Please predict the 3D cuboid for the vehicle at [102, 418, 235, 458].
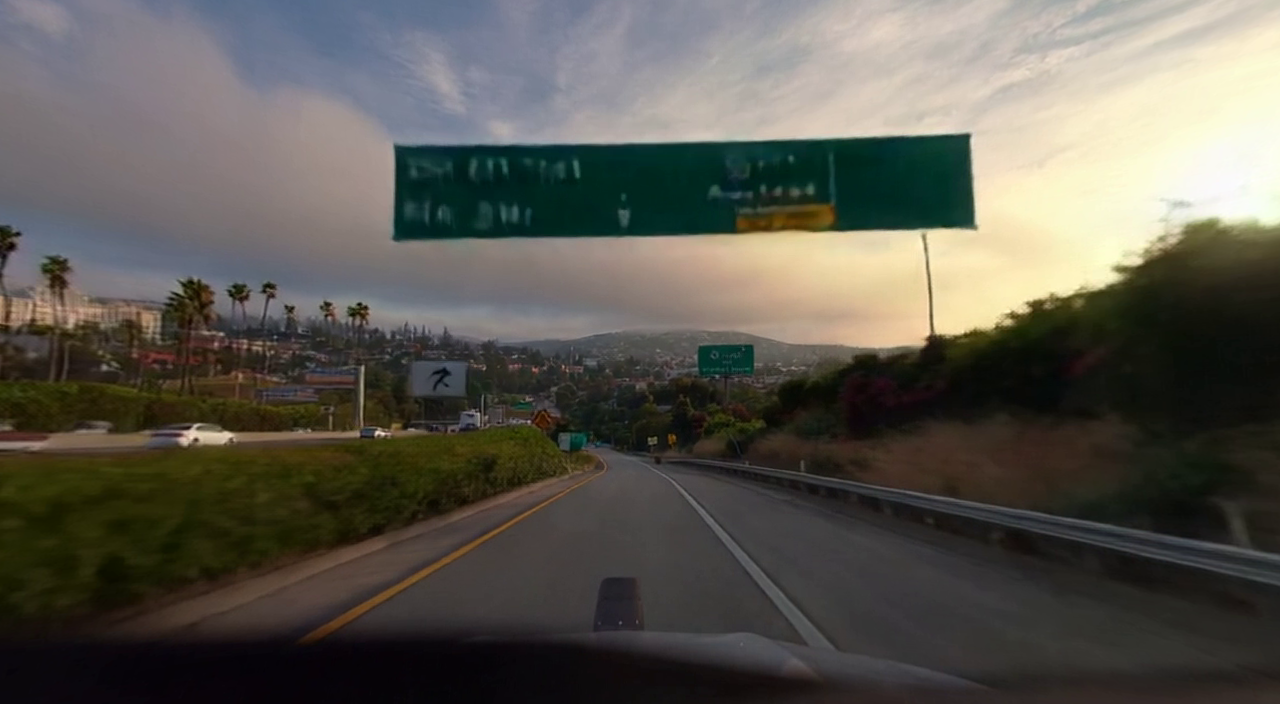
[{"bbox_3d":[-18.894,3.529,25.648,1.931,1.451,4.683,0,-8,-2],"label":"vehicle"}]
